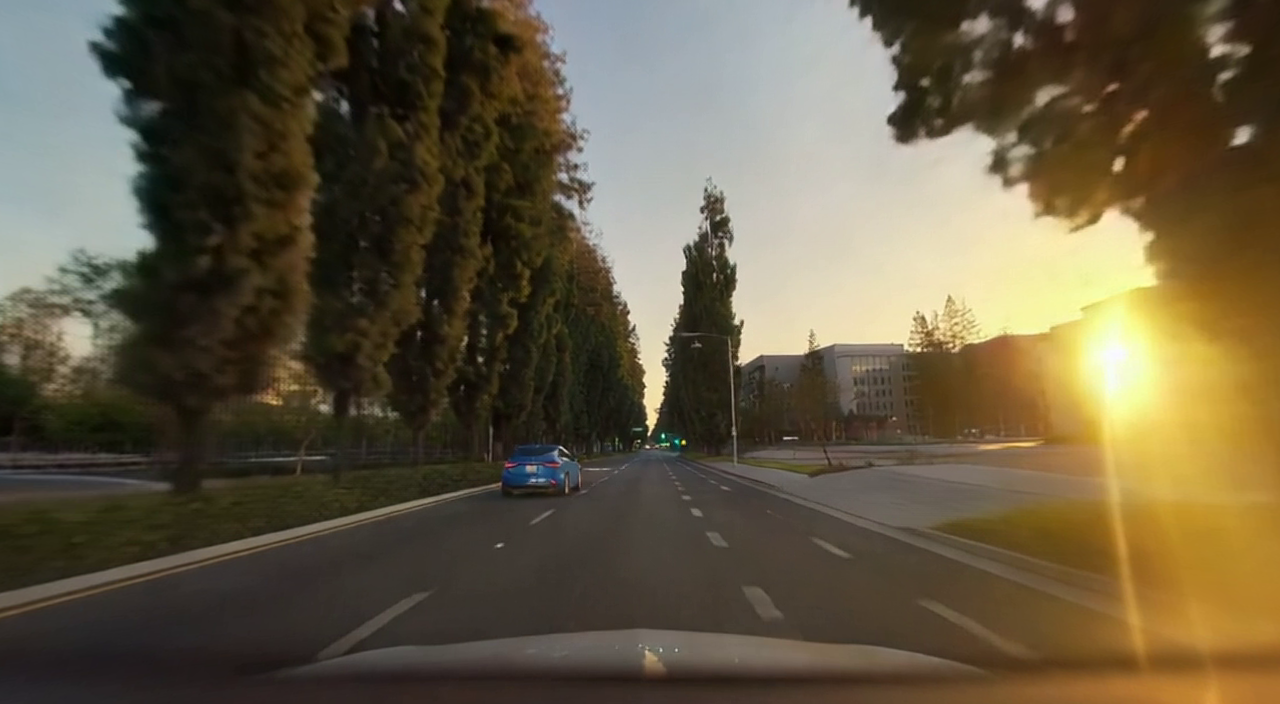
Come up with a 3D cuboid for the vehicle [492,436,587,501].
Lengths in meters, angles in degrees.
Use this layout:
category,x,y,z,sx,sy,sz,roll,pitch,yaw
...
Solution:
category,x,y,z,sx,sy,sz,roll,pitch,yaw
vehicle,-2.918,3.500,19.392,2.121,1.724,4.392,0,-9,1
